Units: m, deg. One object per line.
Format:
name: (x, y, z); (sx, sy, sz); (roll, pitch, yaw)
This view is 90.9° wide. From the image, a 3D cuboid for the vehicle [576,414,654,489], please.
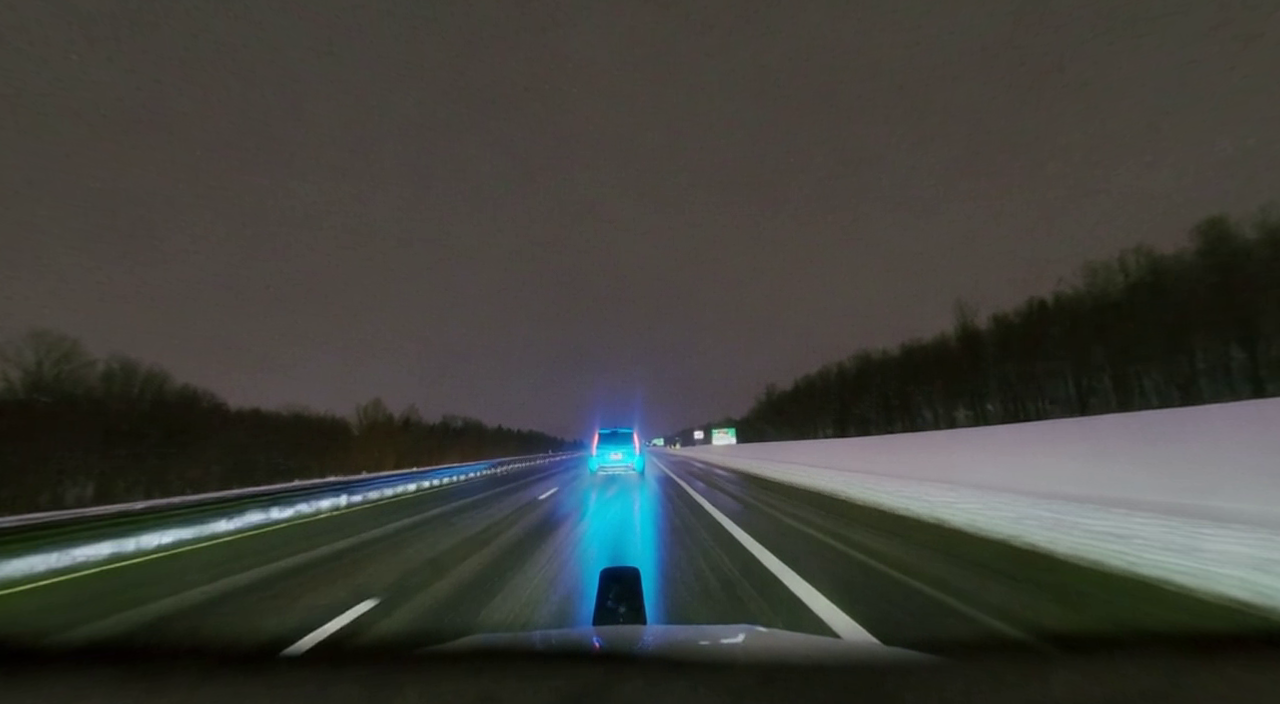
vehicle: (-0.768, 3.263, 20.827); (2.248, 2.154, 4.892); (0, -8, -1)
